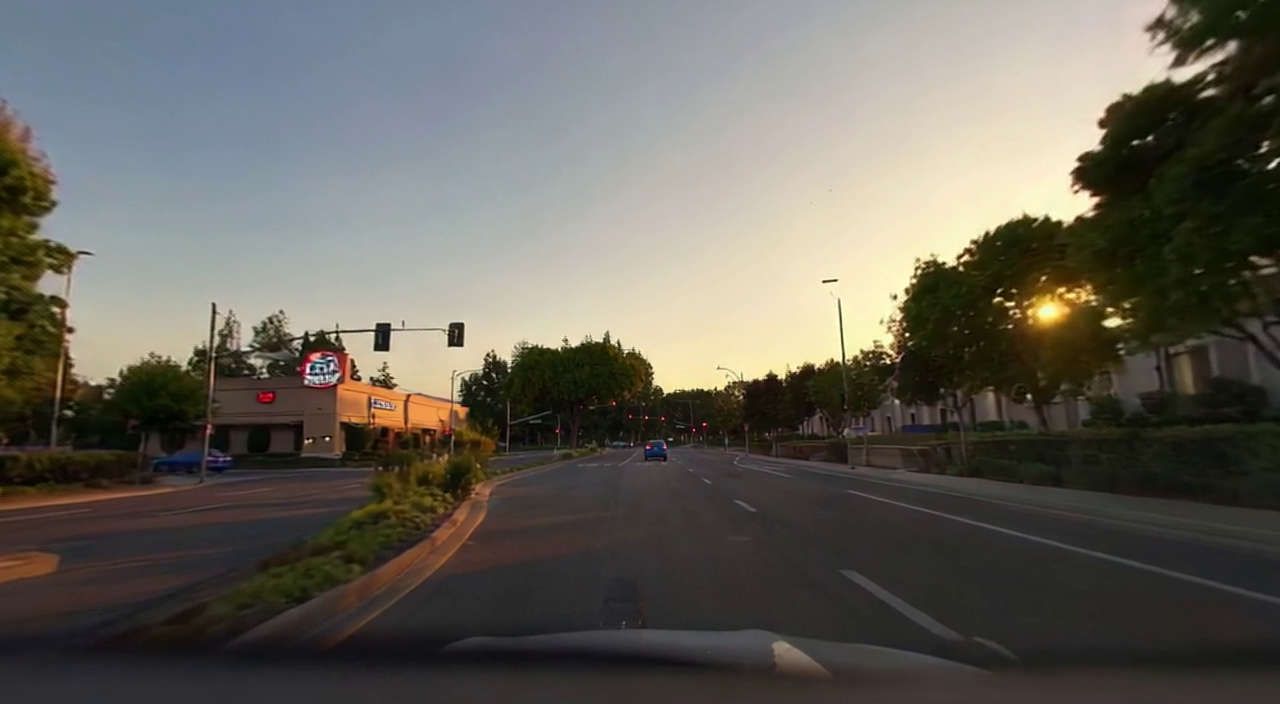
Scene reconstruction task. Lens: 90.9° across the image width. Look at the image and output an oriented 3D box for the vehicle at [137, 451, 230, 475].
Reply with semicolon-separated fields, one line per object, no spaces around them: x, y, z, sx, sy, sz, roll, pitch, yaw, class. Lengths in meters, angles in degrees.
-29.172;7.127;40.437;4.438;1.440;1.782;1;-8;-6;vehicle
